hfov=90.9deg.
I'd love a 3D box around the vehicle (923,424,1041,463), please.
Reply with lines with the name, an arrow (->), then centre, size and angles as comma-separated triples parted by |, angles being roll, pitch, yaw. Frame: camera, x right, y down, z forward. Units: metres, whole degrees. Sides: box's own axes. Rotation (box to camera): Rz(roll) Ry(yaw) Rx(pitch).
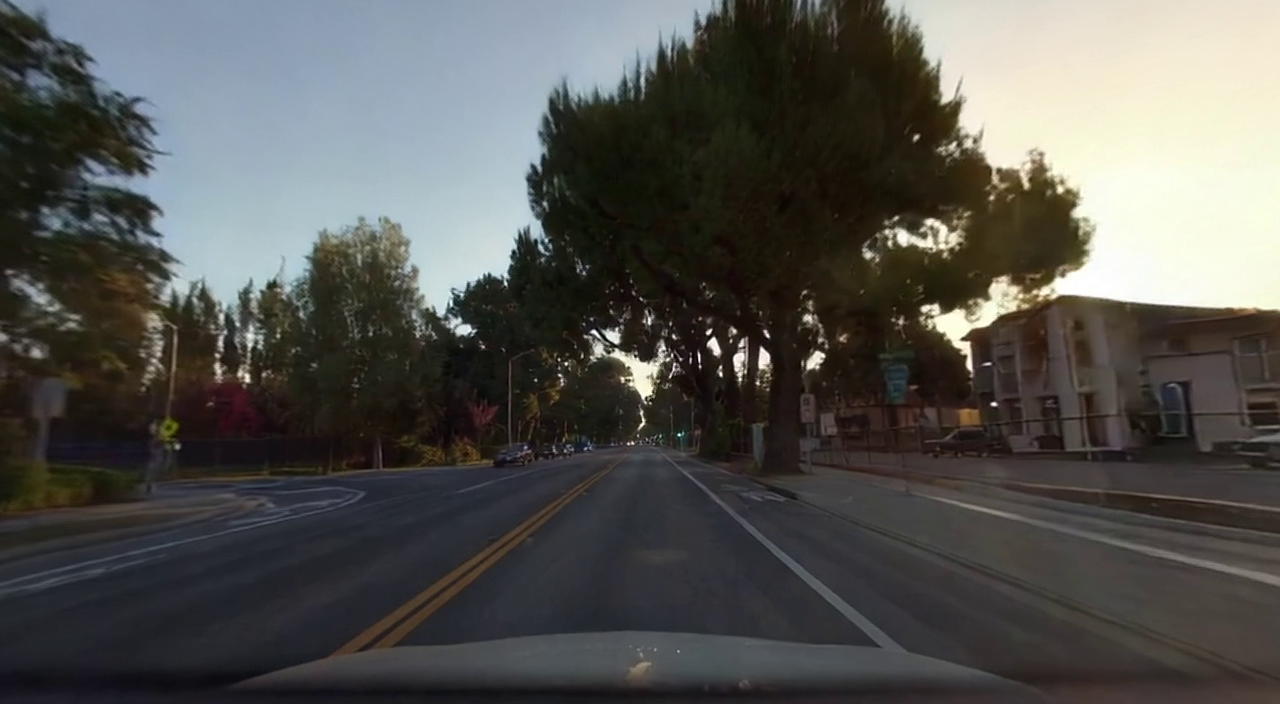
vehicle -> 18.350, 4.938, 34.015 | 4.978, 1.991, 2.234 | -1, -8, 3
